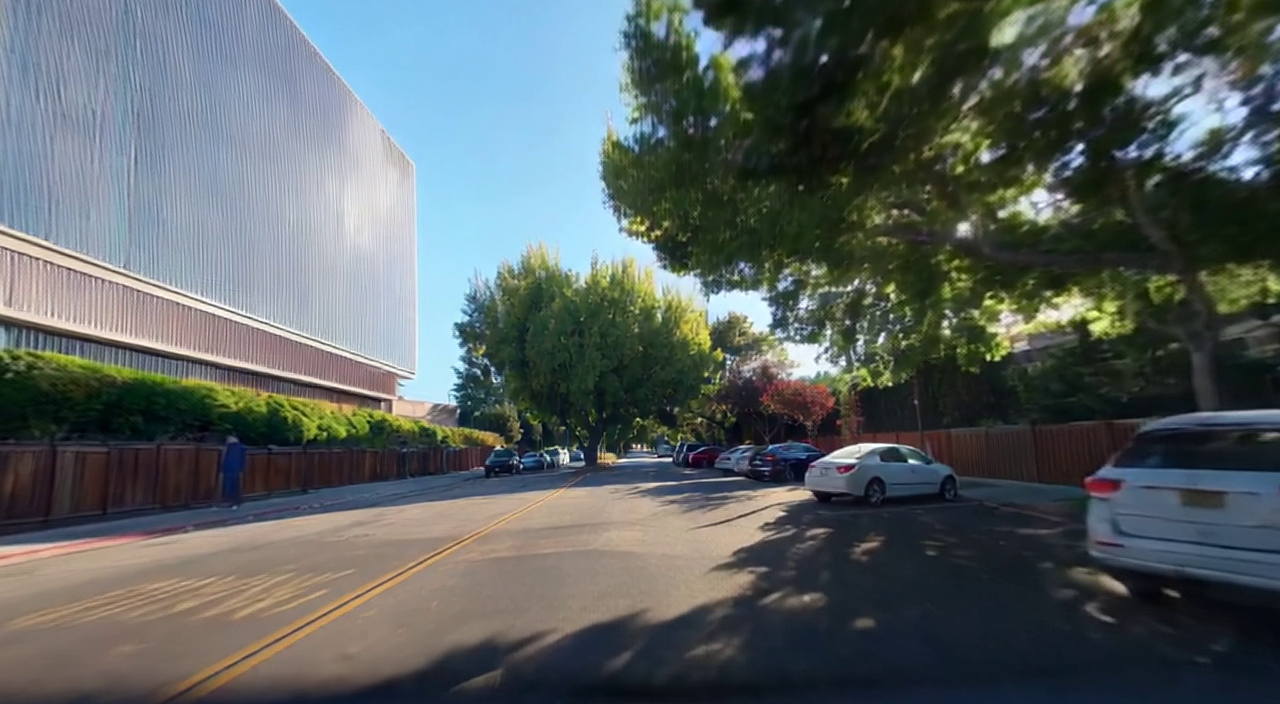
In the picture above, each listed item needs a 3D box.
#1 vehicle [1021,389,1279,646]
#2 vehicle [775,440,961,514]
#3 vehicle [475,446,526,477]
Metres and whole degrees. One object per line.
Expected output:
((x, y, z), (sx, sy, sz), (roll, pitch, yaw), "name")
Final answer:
((6.540, 1.357, 6.326), (5.061, 1.829, 2.274), (2, -8, -29), "vehicle")
((5.316, 2.824, 14.769), (3.752, 1.494, 2.083), (5, -9, -29), "vehicle")
((-8.414, 6.632, 38.523), (2.172, 1.707, 4.273), (0, -8, 0), "vehicle")
